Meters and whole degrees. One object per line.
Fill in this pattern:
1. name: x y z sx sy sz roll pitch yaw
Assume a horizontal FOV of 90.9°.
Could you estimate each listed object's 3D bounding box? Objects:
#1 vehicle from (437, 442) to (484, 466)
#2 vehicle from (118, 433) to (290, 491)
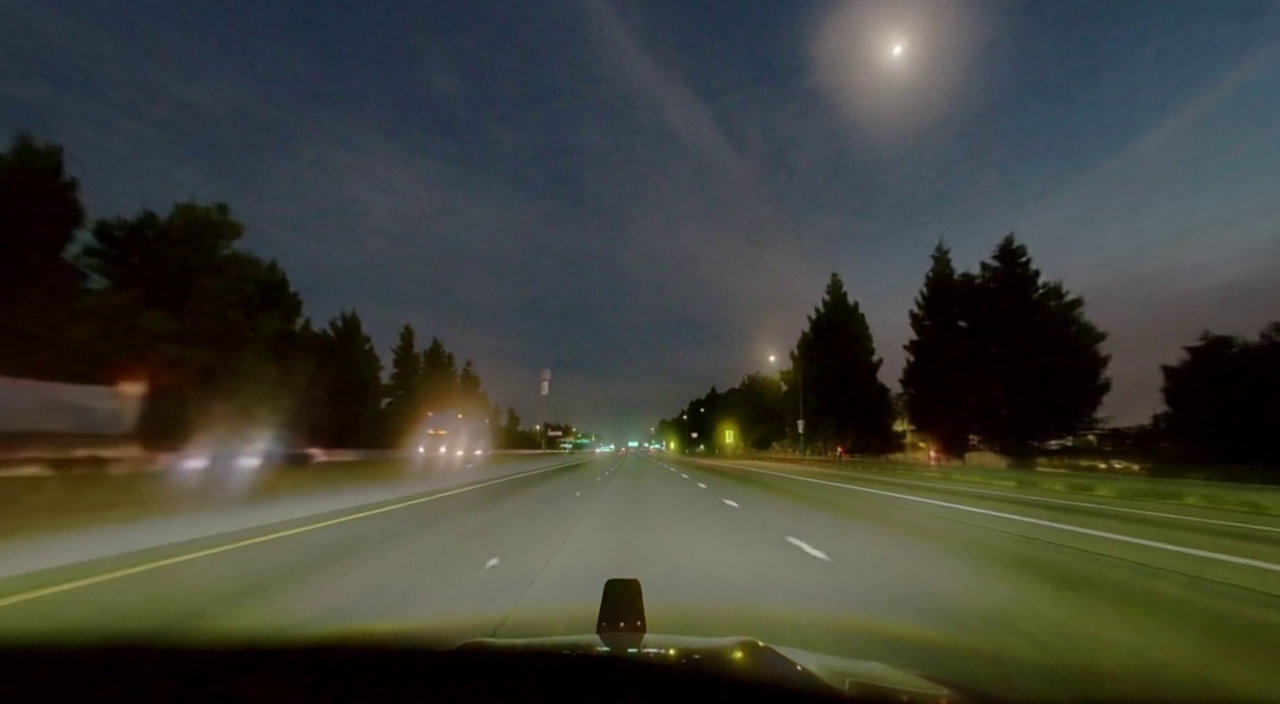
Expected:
1. vehicle: -11.865 6.784 41.851 1.933 1.477 4.317 0 -9 -1
2. vehicle: -12.082 3.083 17.898 1.775 1.404 4.322 0 -9 0
